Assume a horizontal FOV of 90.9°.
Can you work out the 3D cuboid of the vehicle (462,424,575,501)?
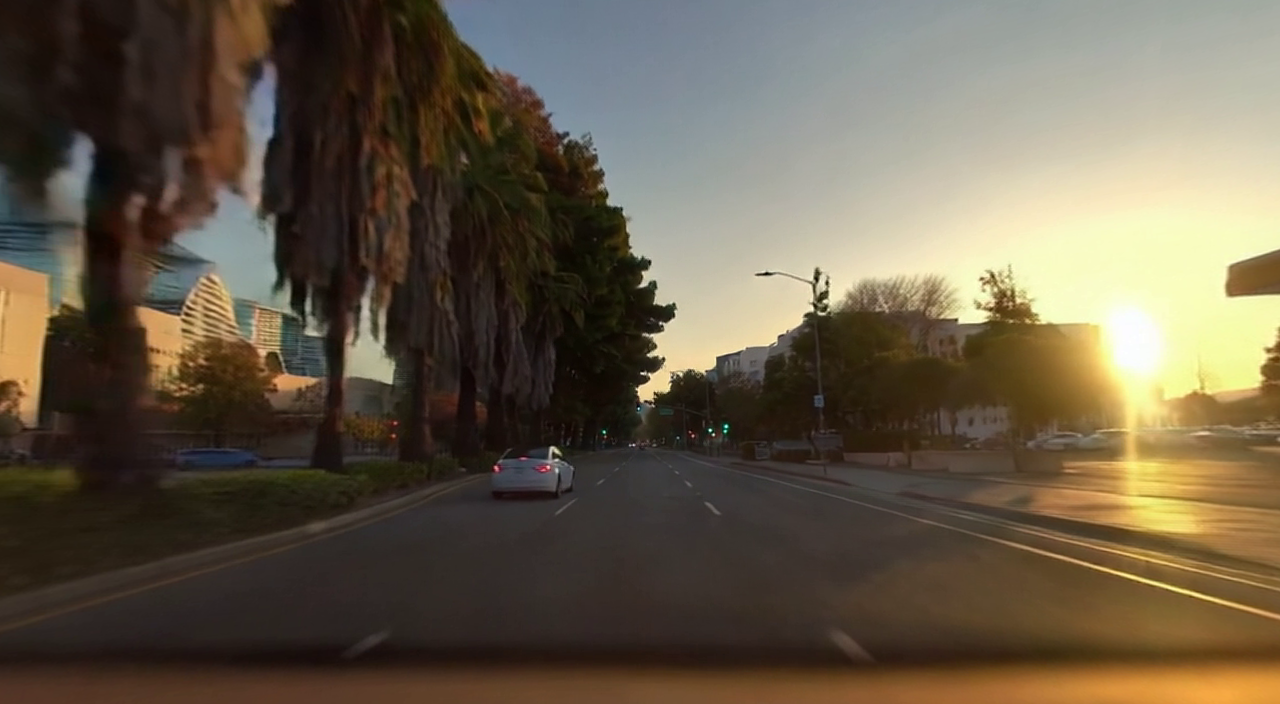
[{"bbox_3d":[-3.050,2.898,16.900,2.011,1.756,4.478,0,-9,2],"label":"vehicle"}]
